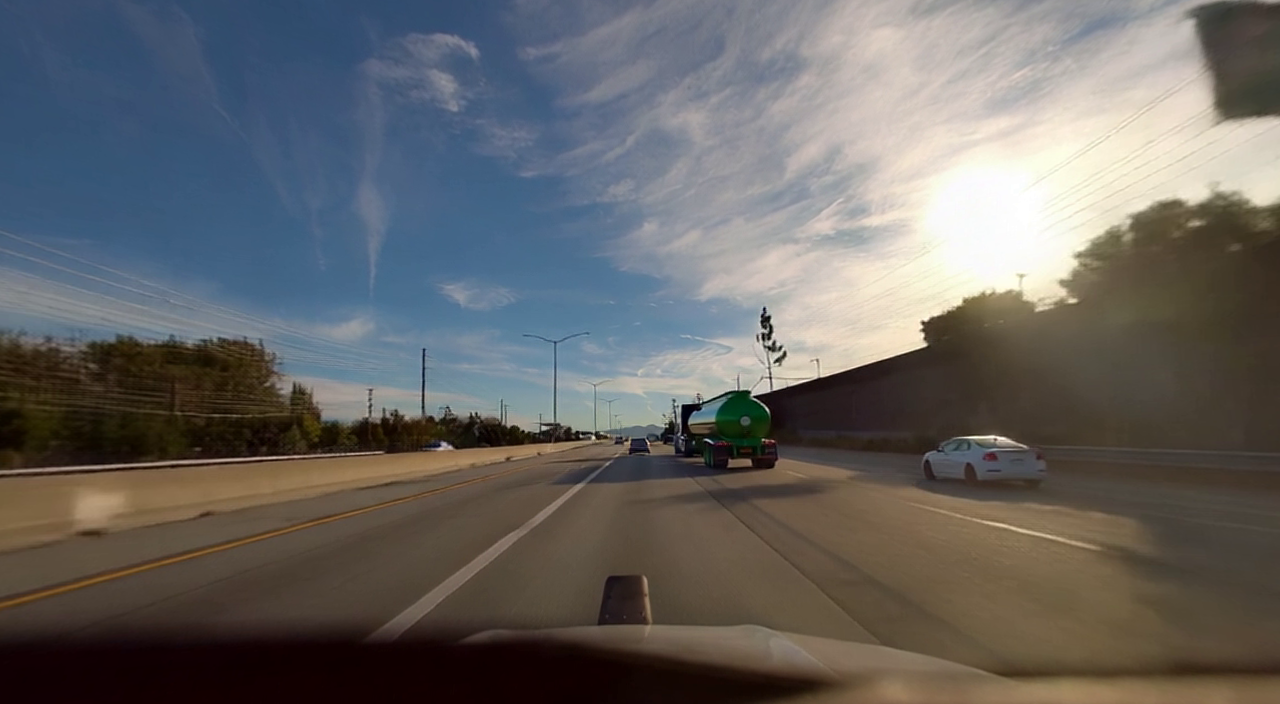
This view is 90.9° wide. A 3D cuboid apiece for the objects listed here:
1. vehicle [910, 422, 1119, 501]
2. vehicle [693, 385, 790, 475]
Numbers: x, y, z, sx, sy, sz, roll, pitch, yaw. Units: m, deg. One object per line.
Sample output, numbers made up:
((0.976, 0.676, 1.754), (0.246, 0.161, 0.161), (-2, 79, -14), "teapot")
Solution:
((8.110, 2.422, 14.319), (1.905, 1.480, 4.624), (0, -8, 0), "vehicle")
((3.940, 3.350, 26.471), (2.791, 3.179, 8.074), (0, -8, 1), "vehicle")
